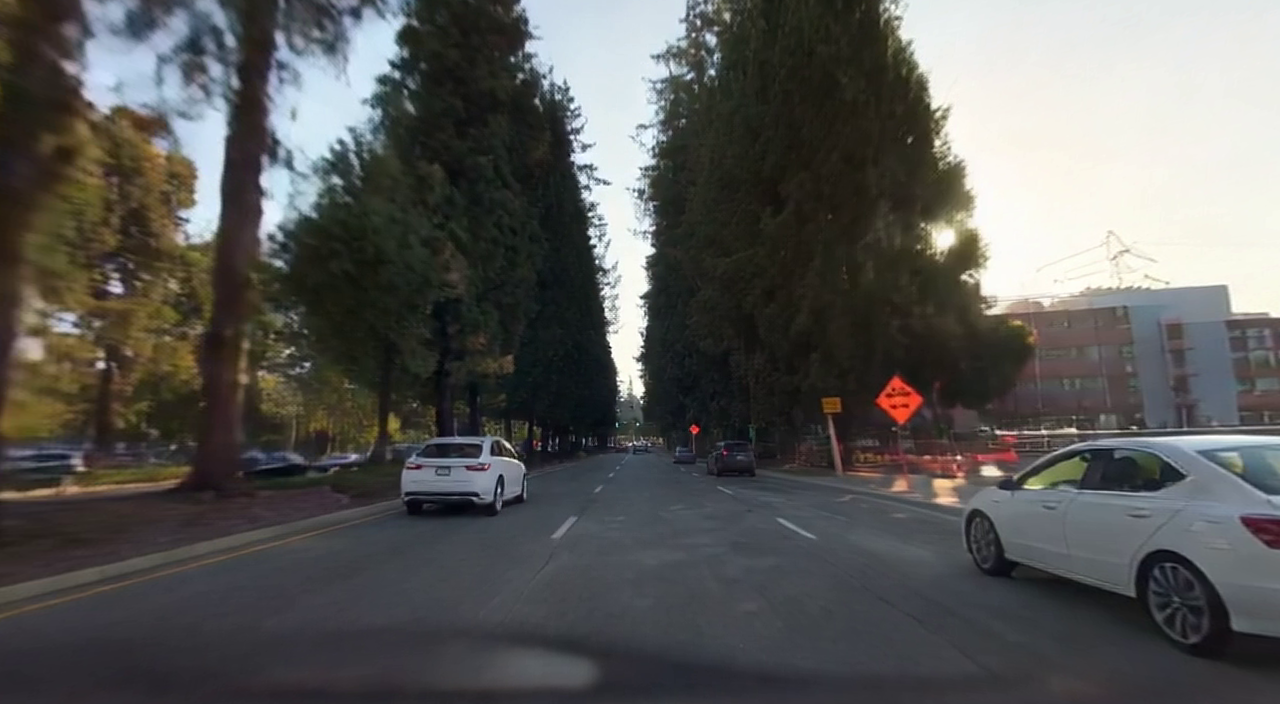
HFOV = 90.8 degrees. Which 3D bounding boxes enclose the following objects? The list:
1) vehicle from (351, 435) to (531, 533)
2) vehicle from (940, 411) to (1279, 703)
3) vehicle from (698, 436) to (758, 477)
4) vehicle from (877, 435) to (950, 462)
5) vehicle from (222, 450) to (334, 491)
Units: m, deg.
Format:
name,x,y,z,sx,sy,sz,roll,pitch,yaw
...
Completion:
name,x,y,z,sx,sy,sz,roll,pitch,yaw
vehicle,-3.378,2.317,11.704,2.020,1.474,4.098,0,-9,0
vehicle,4.129,1.288,4.775,1.827,1.491,3.743,0,-9,-1
vehicle,4.184,5.066,30.884,2.159,1.793,4.735,0,-9,-1
vehicle,17.002,6.020,39.559,1.941,1.559,4.633,1,-9,-8
vehicle,-14.501,4.734,25.650,1.826,1.496,4.538,0,-9,0
